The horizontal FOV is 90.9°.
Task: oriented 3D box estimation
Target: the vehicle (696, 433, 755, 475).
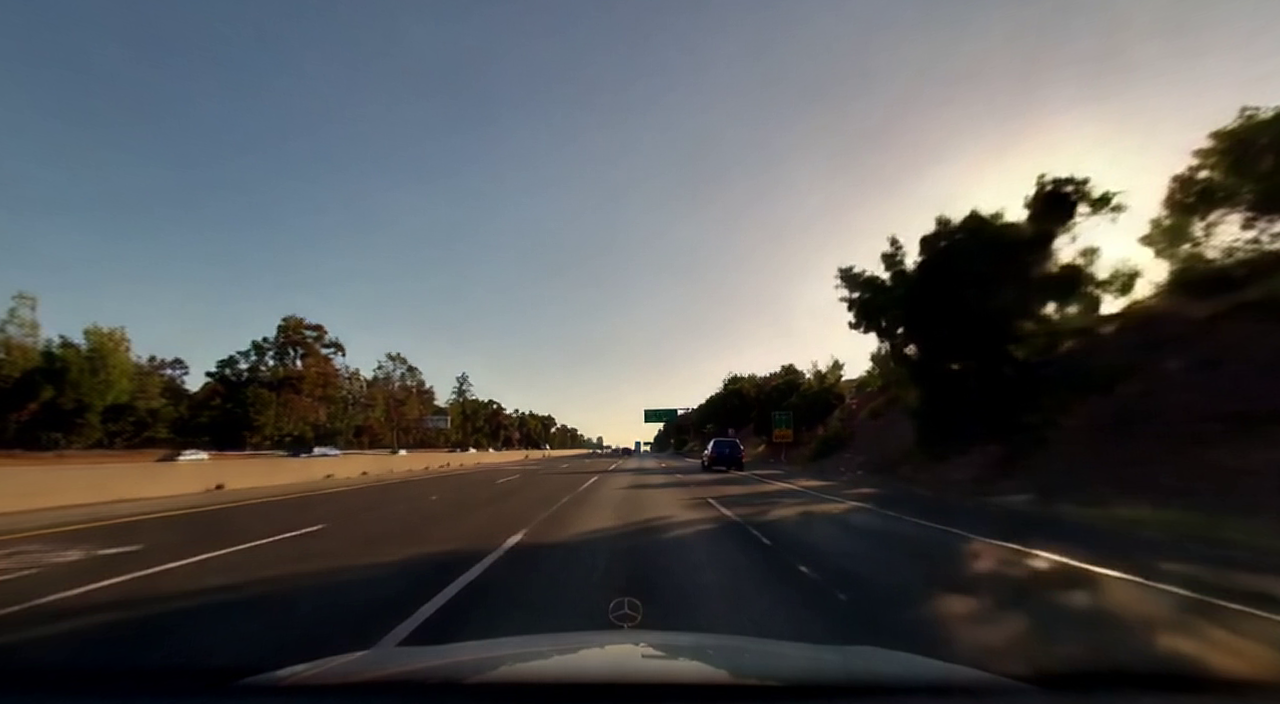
[{"bbox_3d":[4.223,5.128,31.954,2.172,1.930,4.879,0,-8,-1],"label":"vehicle"}]
